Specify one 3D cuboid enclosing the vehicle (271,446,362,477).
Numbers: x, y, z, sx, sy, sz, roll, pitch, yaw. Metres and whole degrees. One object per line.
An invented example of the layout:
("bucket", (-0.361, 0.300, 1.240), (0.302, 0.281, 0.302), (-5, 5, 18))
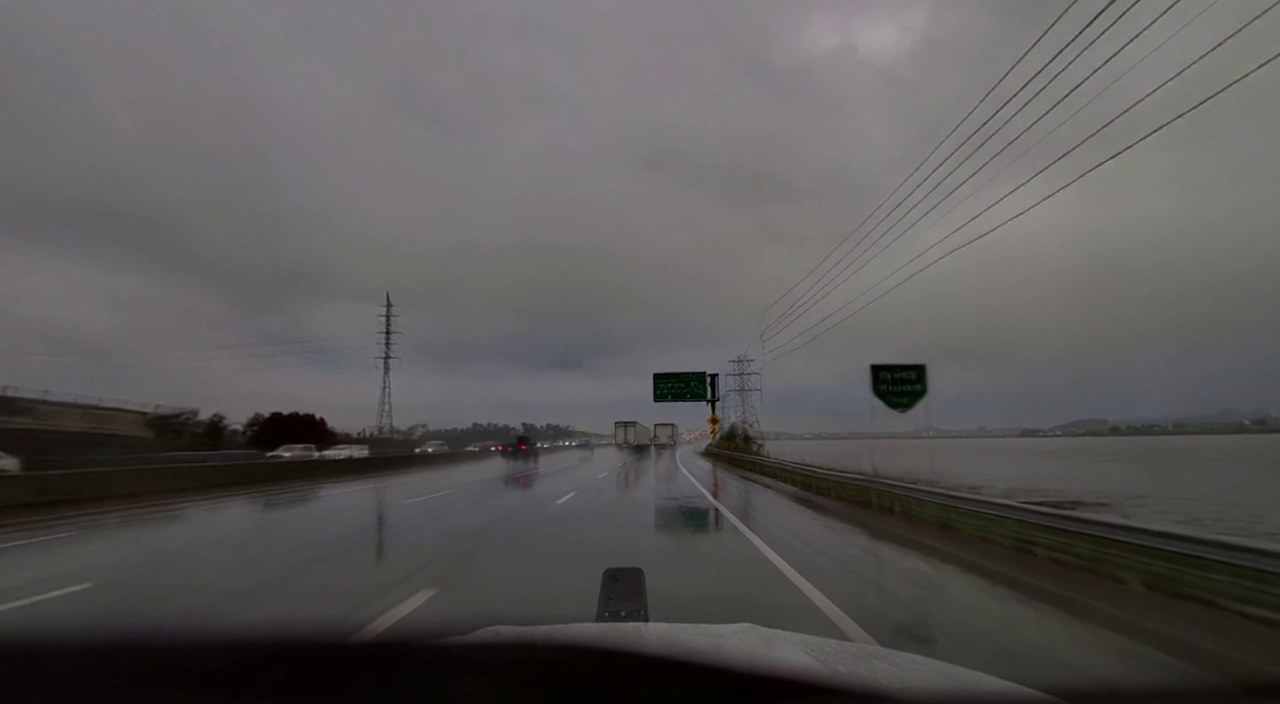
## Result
("vehicle", (-16.549, 5.603, 32.542), (2.164, 1.462, 4.489), (-1, -8, 2))
